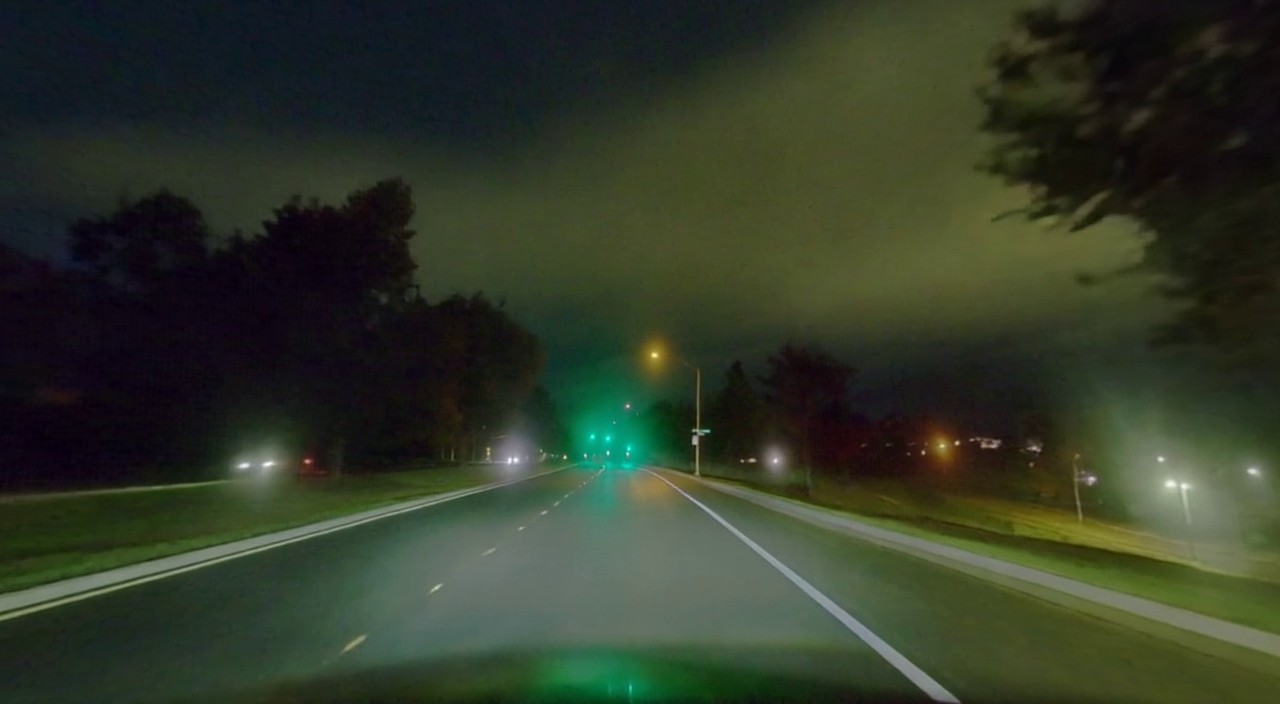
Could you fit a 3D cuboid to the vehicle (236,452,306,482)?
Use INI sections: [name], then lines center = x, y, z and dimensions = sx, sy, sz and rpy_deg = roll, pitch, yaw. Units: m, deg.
[vehicle]
center = -22.674, 7.079, 39.058
dimensions = 1.891, 1.718, 4.251
rpy_deg = 0, -9, -3
